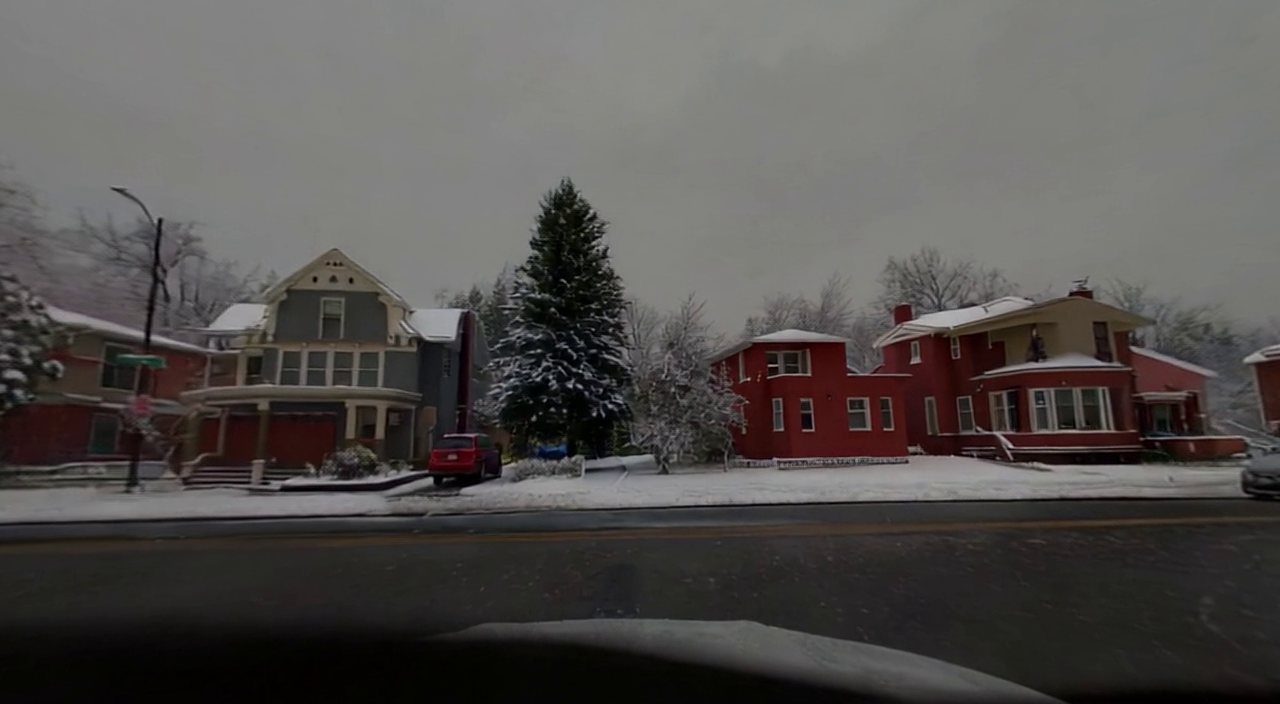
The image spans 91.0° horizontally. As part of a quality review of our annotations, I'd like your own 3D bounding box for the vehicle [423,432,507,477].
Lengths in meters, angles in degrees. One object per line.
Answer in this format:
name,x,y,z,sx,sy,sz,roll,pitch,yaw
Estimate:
vehicle,-6.340,3.788,23.340,1.968,1.491,4.486,0,-9,-2
